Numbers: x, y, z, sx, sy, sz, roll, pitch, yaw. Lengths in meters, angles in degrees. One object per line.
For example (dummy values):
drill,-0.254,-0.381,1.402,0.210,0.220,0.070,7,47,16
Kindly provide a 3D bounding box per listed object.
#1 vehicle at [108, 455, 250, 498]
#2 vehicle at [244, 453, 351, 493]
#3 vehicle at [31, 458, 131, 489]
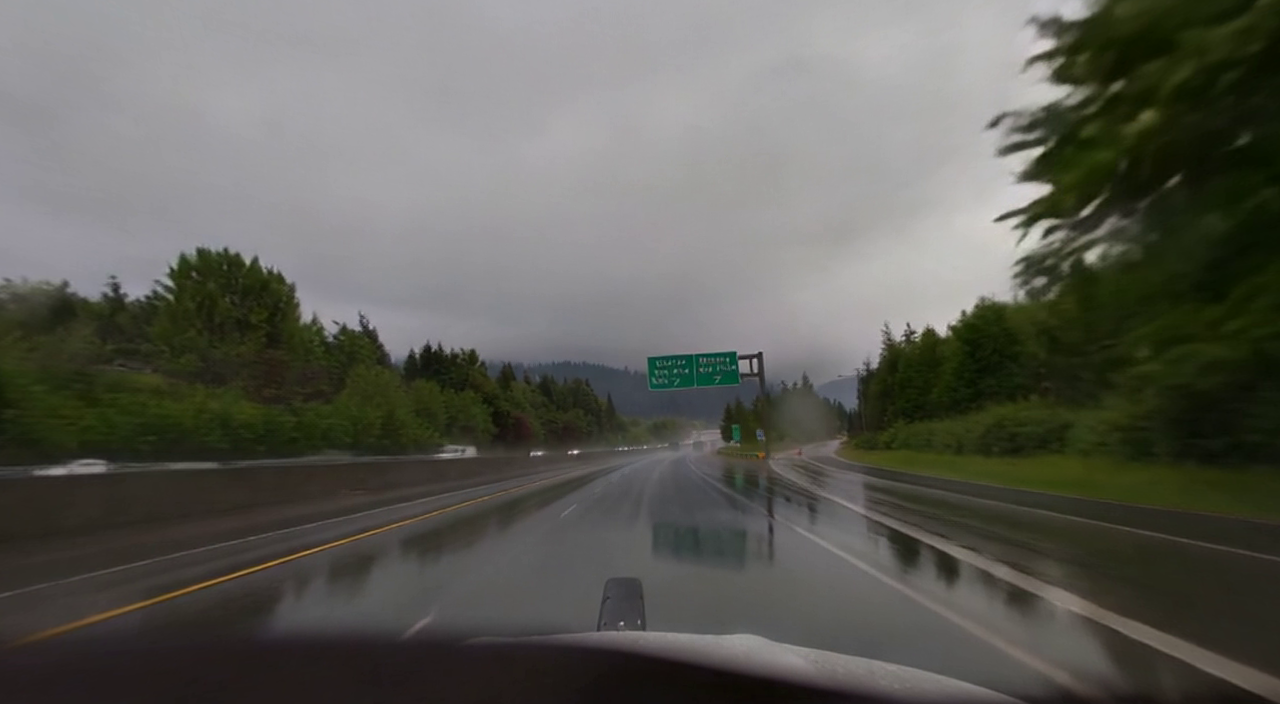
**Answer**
vehicle,-17.842,4.809,24.710,2.122,1.492,4.416,0,-9,1
vehicle,-14.033,4.940,26.146,2.014,1.476,4.195,0,-9,1
vehicle,-31.086,6.724,35.260,1.809,1.521,4.768,1,-9,-9
